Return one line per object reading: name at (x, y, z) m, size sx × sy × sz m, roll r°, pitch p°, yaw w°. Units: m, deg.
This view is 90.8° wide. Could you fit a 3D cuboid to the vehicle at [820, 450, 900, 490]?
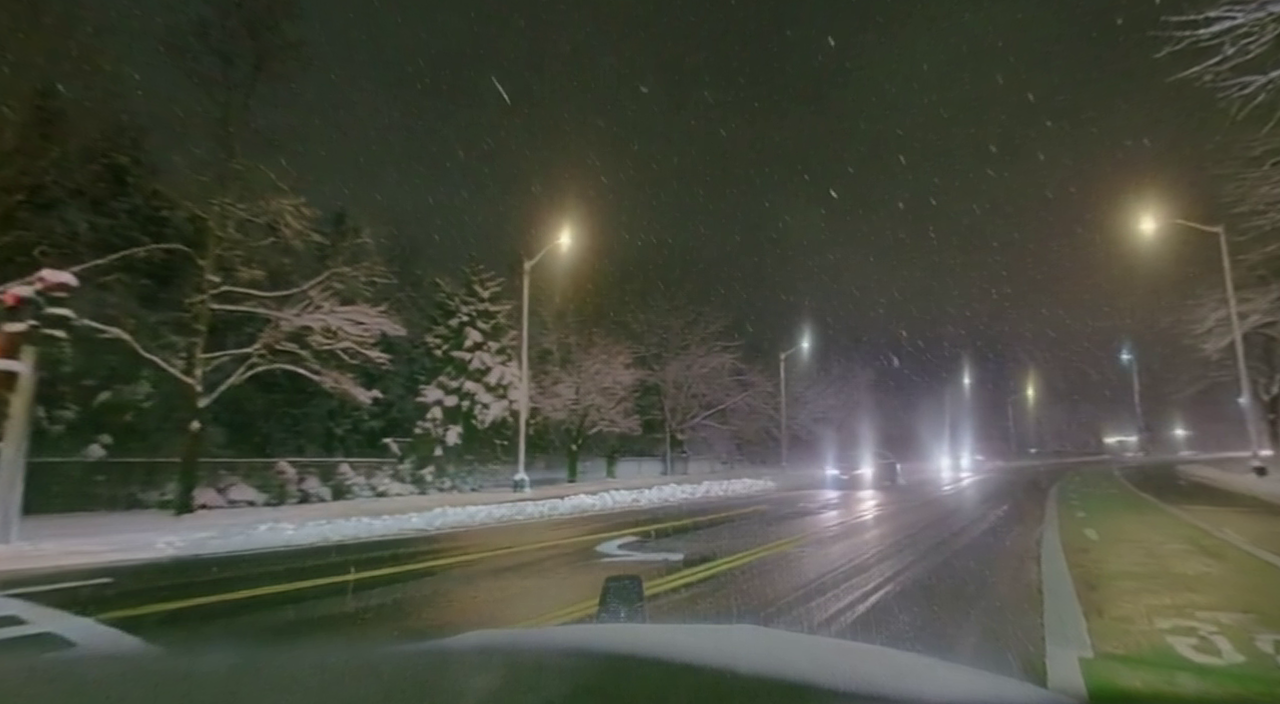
vehicle at (9.183, 4.811, 26.117) m, size 2.071 × 1.456 × 4.663 m, roll -6°, pitch -11°, yaw 32°
